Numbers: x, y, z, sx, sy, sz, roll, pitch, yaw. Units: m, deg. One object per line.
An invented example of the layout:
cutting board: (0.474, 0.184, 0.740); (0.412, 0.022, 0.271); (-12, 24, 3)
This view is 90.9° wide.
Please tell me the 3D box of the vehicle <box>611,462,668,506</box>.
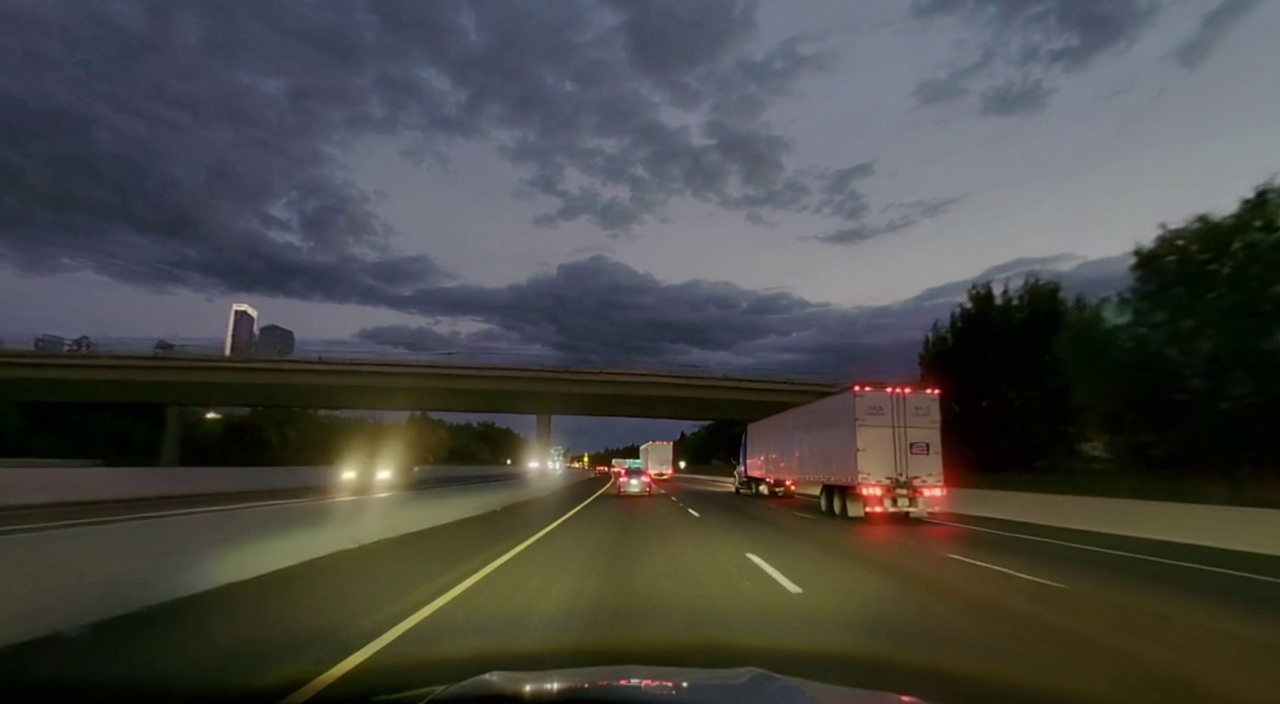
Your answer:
vehicle: (-0.032, 5.199, 24.977); (2.067, 1.552, 3.601); (1, -11, 0)

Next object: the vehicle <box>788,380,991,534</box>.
vehicle: (7.011, 3.279, 19.455); (2.839, 3.684, 8.091); (1, -11, -1)
